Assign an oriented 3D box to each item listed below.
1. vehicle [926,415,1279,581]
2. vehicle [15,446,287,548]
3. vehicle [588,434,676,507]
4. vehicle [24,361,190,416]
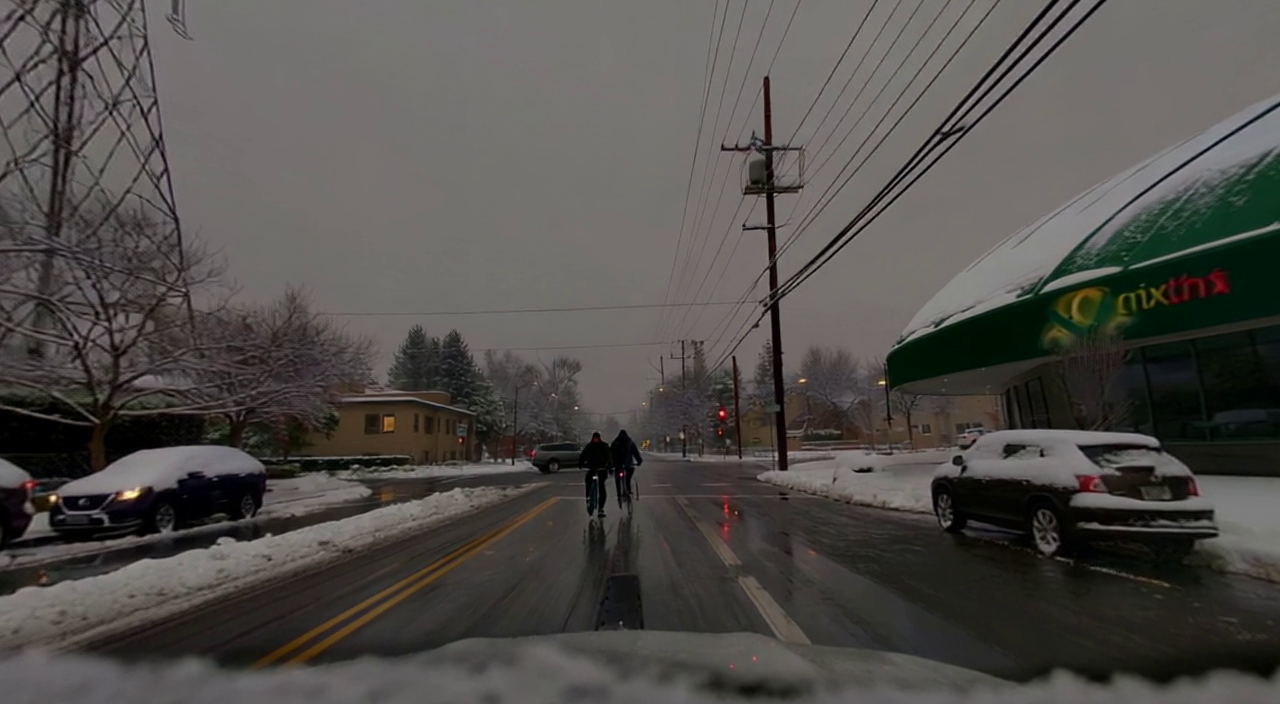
[{"bbox_3d":[5.826,1.828,8.669,1.873,1.714,3.979,0,-8,0],"label":"vehicle"},{"bbox_3d":[-10.247,3.001,13.943,2.075,1.816,4.900,0,-8,-1],"label":"vehicle"},{"bbox_3d":[-0.169,3.253,17.726,2.190,1.783,4.048,0,-8,1],"label":"vehicle"},{"bbox_3d":[-17.107,1.225,20.433,3.685,1.584,1.708,1,-9,-3],"label":"vehicle"}]
